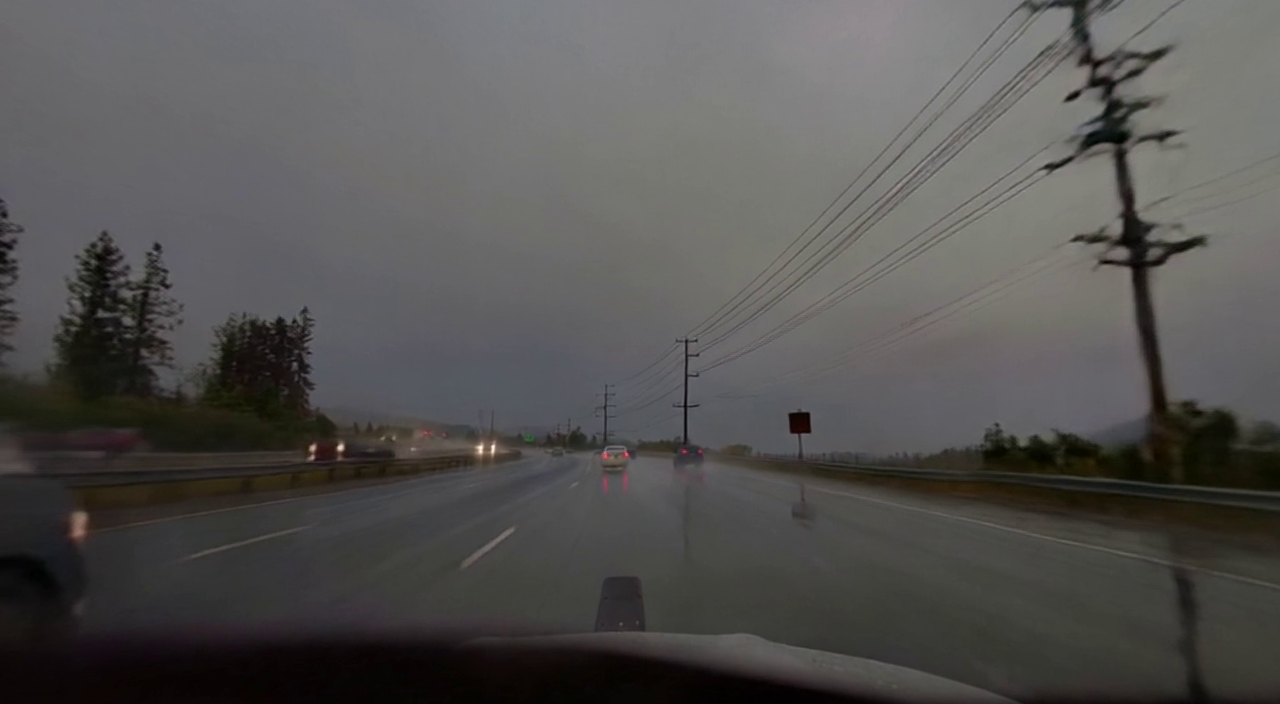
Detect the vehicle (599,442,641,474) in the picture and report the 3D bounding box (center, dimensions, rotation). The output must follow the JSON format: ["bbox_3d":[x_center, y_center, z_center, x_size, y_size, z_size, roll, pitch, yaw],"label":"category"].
[{"bbox_3d":[-1.208,5.985,36.008,2.188,1.714,3.921,1,-8,-4],"label":"vehicle"}]

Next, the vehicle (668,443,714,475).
[{"bbox_3d":[2.573,5.520,32.808,1.789,1.503,3.897,0,-9,-4],"label":"vehicle"}]

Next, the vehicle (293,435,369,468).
[{"bbox_3d":[-18.353,5.960,37.886,2.292,1.825,4.903,0,-8,-3],"label":"vehicle"}]

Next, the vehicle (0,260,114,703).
[{"bbox_3d":[-4.064,0.323,0.337,2.475,2.152,5.837,0,-8,0],"label":"vehicle"}]
